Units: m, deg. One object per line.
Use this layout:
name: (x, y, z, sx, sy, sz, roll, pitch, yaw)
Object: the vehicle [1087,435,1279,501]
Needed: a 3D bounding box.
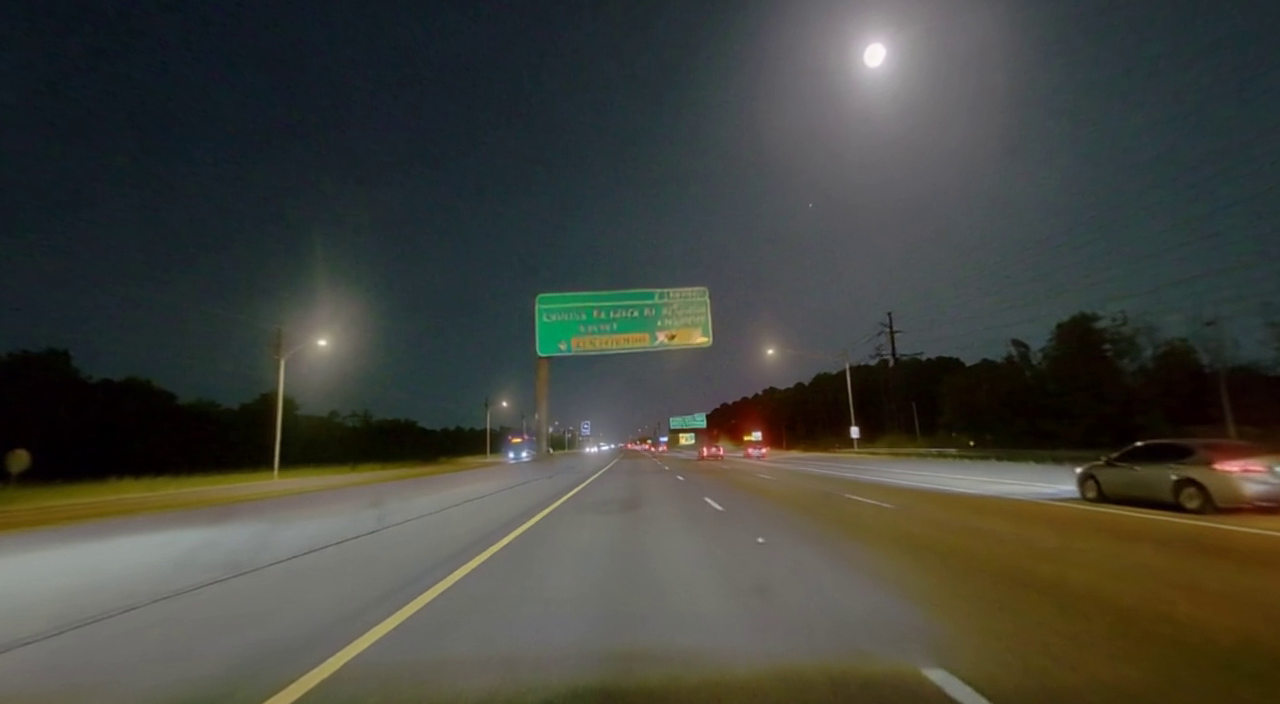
vehicle: (14.660, 3.008, 16.747, 2.089, 1.484, 4.573, 0, -9, -1)
